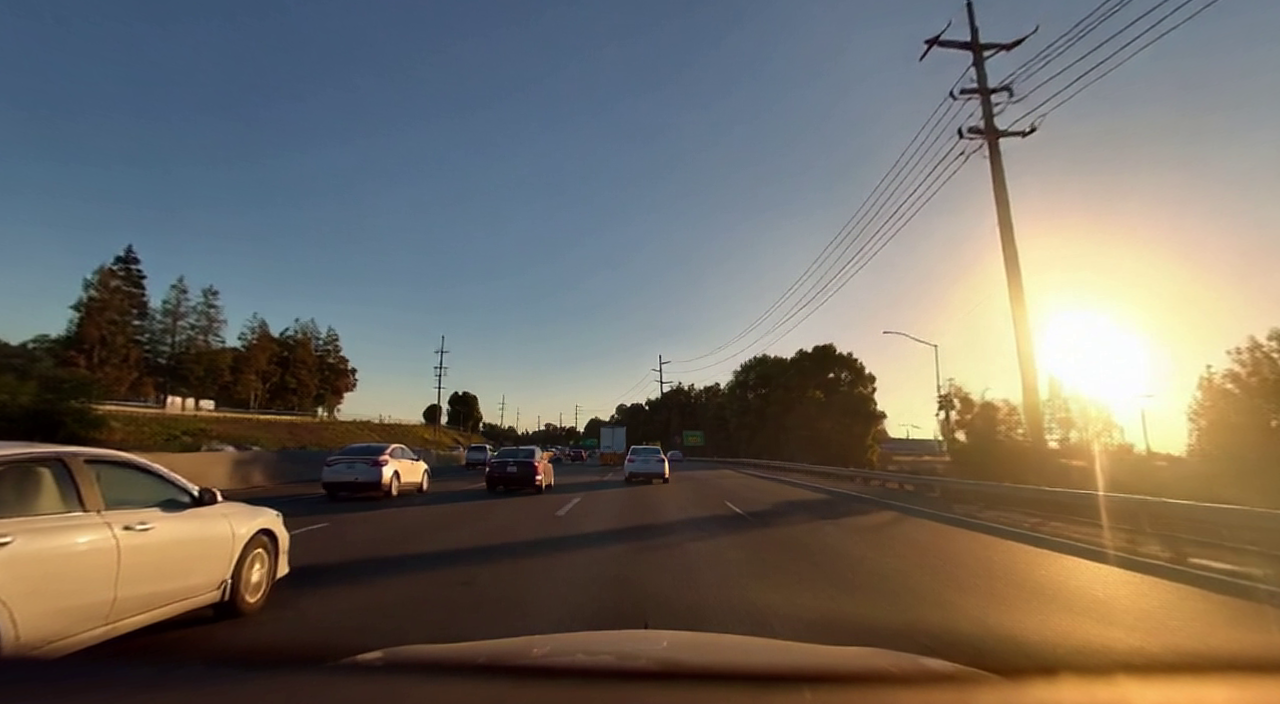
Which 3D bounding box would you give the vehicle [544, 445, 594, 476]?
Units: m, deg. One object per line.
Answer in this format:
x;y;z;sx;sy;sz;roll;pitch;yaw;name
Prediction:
-3.420;5.286;30.972;2.013;1.437;3.801;0;-9;0;vehicle

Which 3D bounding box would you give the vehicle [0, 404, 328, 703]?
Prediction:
-3.635;1.049;3.132;1.883;1.500;4.373;0;-9;1;vehicle

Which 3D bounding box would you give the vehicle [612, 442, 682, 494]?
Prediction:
0.193;3.688;20.429;2.018;1.470;4.491;0;-9;0;vehicle

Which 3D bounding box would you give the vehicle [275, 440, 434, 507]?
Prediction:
-7.049;3.024;16.177;1.867;1.445;4.499;0;-9;2;vehicle

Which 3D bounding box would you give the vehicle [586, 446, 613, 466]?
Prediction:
-3.078;8.013;48.860;1.840;1.439;3.687;0;-9;0;vehicle

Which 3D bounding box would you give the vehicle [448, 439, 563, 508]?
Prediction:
-3.179;2.962;15.816;1.912;1.464;4.115;0;-9;1;vehicle
